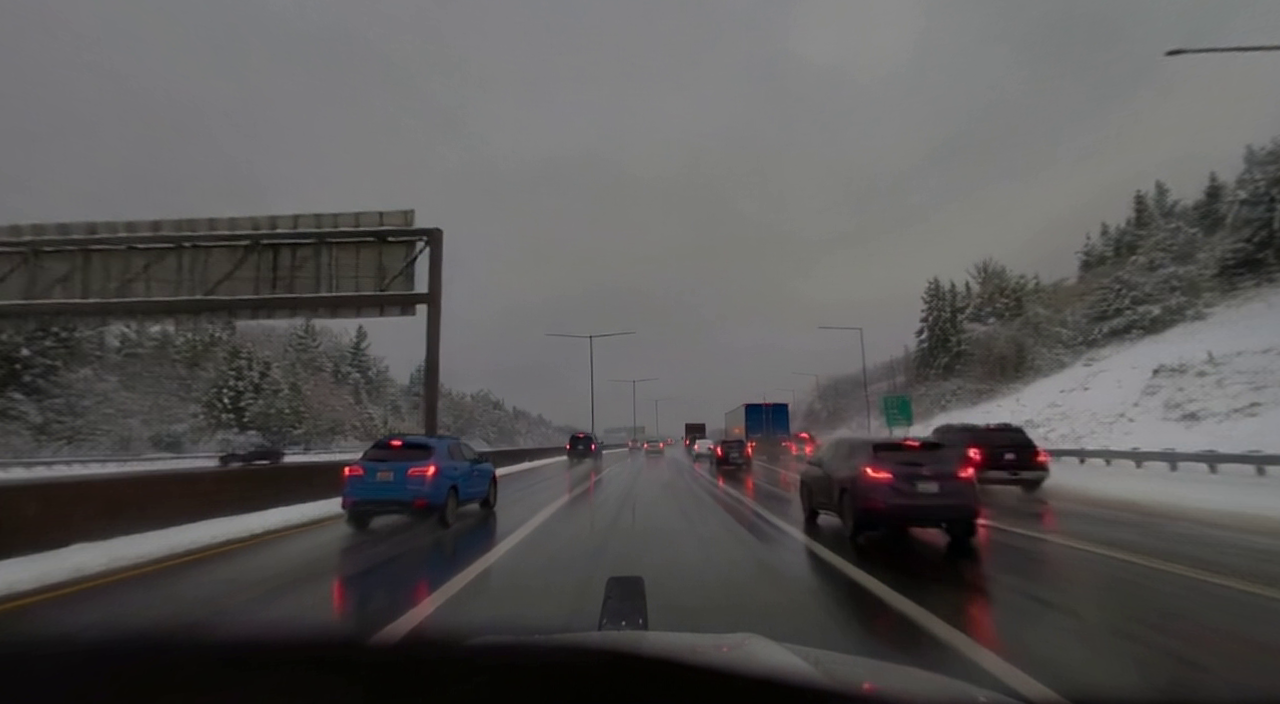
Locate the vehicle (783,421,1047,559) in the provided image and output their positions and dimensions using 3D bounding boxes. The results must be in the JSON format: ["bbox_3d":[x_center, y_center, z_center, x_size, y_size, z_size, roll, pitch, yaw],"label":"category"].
[{"bbox_3d":[3.507,1.830,9.077,1.933,1.492,4.125,-1,-9,0],"label":"vehicle"}]

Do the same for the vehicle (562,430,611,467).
[{"bbox_3d":[-2.672,4.923,32.346,2.006,1.741,4.277,-1,-8,2],"label":"vehicle"}]

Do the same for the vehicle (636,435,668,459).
[{"bbox_3d":[0.793,6.300,41.728,2.040,1.461,3.984,-1,-9,1],"label":"vehicle"}]

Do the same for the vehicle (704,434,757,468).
[{"bbox_3d":[4.312,4.800,30.799,1.933,1.503,4.520,-1,-9,0],"label":"vehicle"}]

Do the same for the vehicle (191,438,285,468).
[{"bbox_3d":[-22.130,5.599,34.985,1.923,1.509,4.735,-1,-9,2],"label":"vehicle"}]

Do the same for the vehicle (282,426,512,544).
[{"bbox_3d":[-3.556,2.032,10.298,1.914,1.476,4.416,-1,-9,1],"label":"vehicle"}]
